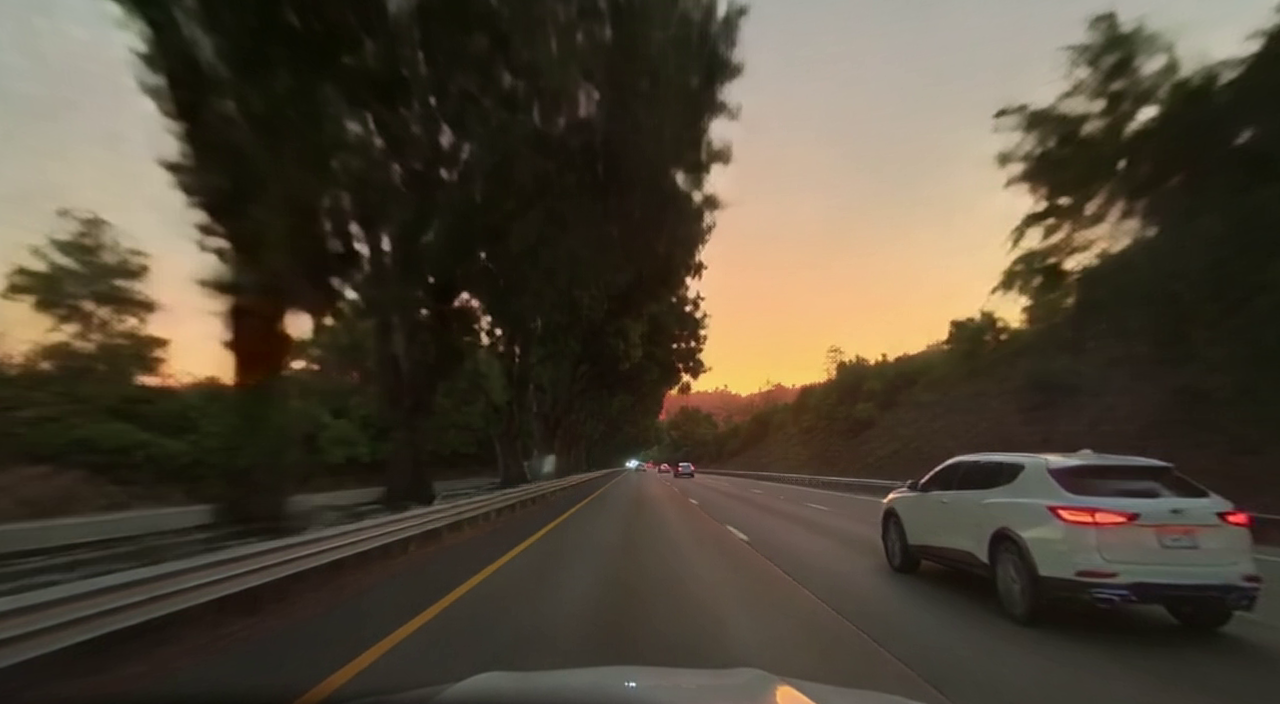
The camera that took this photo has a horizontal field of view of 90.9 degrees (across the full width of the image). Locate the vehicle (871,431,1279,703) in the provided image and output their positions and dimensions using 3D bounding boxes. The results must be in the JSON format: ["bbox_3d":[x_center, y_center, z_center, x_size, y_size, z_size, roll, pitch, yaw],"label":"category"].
[{"bbox_3d":[3.708,1.568,5.559,1.825,1.494,3.959,1,-10,0],"label":"vehicle"}]

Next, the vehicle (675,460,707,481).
[{"bbox_3d":[3.948,9.310,49.455,2.156,1.569,3.821,1,-10,-1],"label":"vehicle"}]
